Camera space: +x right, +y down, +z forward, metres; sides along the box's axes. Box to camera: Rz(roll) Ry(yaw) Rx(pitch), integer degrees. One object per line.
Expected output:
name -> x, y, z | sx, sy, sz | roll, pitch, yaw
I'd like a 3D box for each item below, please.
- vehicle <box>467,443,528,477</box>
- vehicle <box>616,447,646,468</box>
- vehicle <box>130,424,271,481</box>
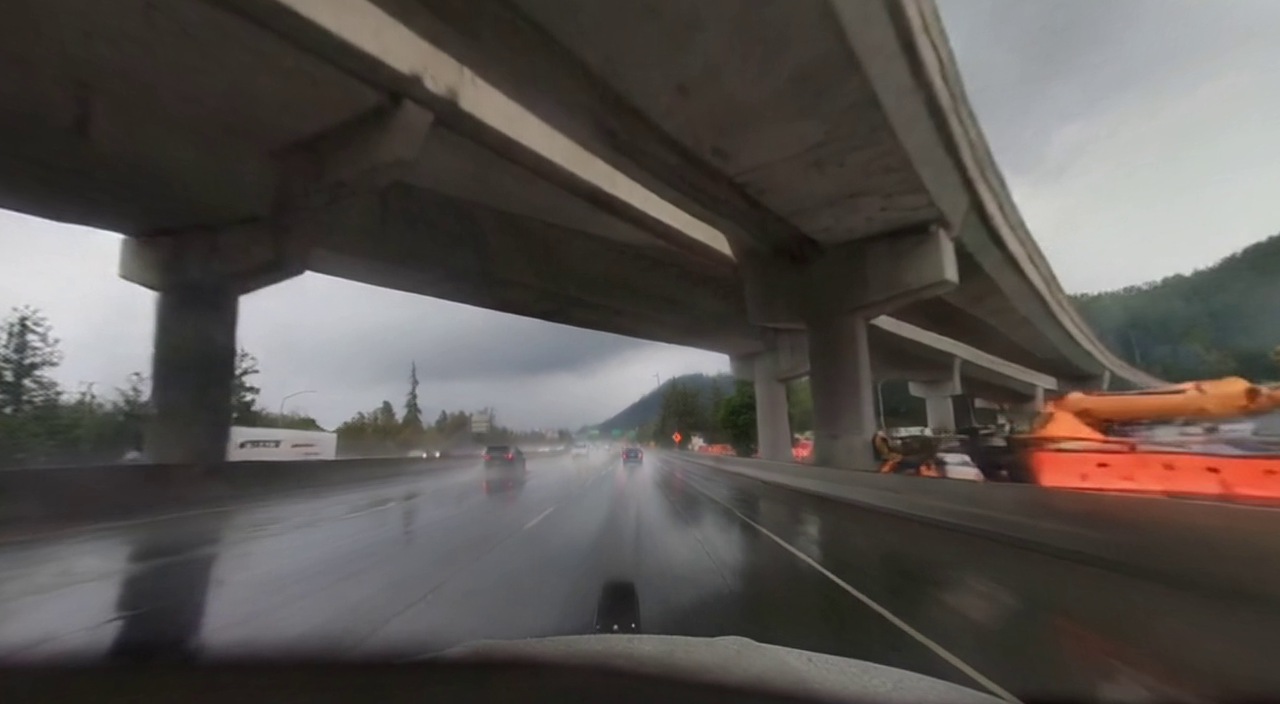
vehicle -> -7.178, 5.480, 32.234 | 2.128, 1.604, 4.279 | 0, -9, 0
vehicle -> -0.628, 7.627, 45.798 | 2.051, 1.459, 4.092 | 0, -9, -1
vehicle -> -28.689, 6.636, 41.967 | 3.005, 3.314, 8.763 | 0, -9, 0
